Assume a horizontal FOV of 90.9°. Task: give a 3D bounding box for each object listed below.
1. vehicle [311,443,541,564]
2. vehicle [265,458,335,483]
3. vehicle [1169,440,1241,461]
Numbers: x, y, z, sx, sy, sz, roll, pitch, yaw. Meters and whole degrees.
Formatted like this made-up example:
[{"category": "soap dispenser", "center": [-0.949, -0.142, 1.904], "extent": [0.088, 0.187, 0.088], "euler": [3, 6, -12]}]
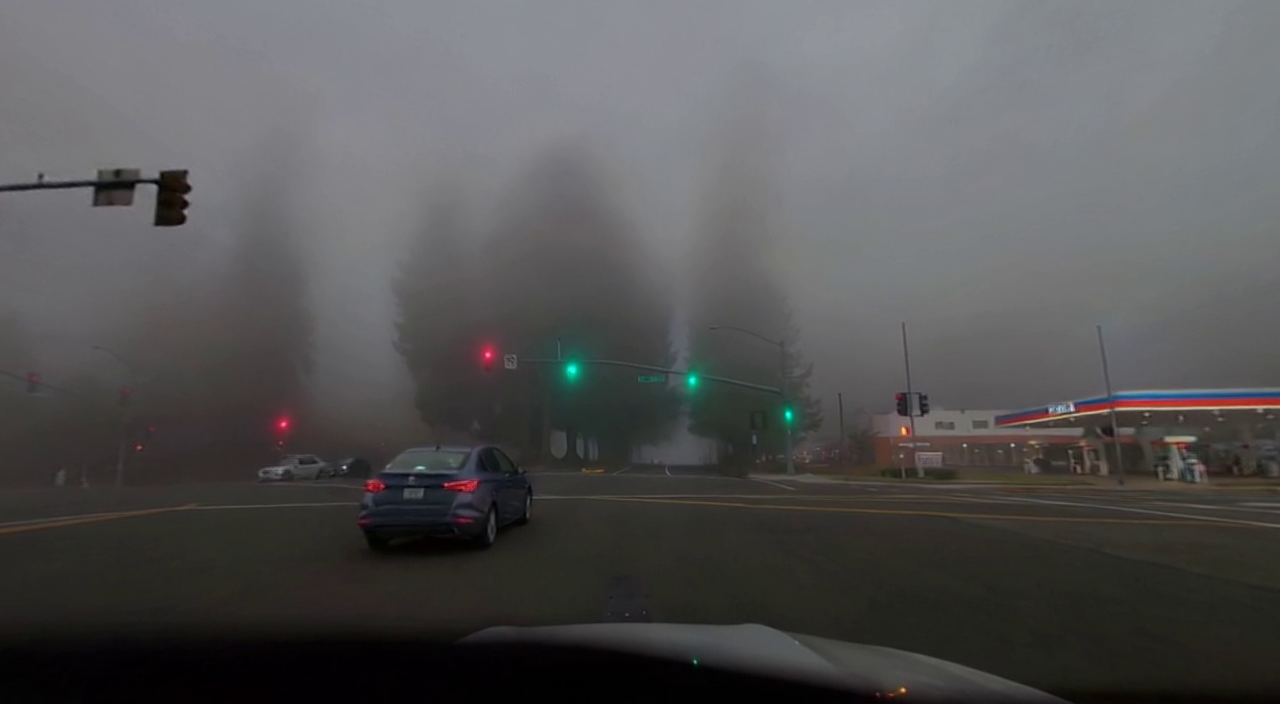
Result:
[{"category": "vehicle", "center": [-3.032, 2.239, 10.184], "extent": [2.041, 1.483, 4.533], "euler": [0, -9, 1]}, {"category": "vehicle", "center": [-20.881, 7.293, 38.957], "extent": [1.821, 1.371, 4.545], "euler": [0, -9, -1]}, {"category": "vehicle", "center": [40.276, 7.009, 44.960], "extent": [3.518, 1.433, 1.763], "euler": [1, -9, -5]}]
